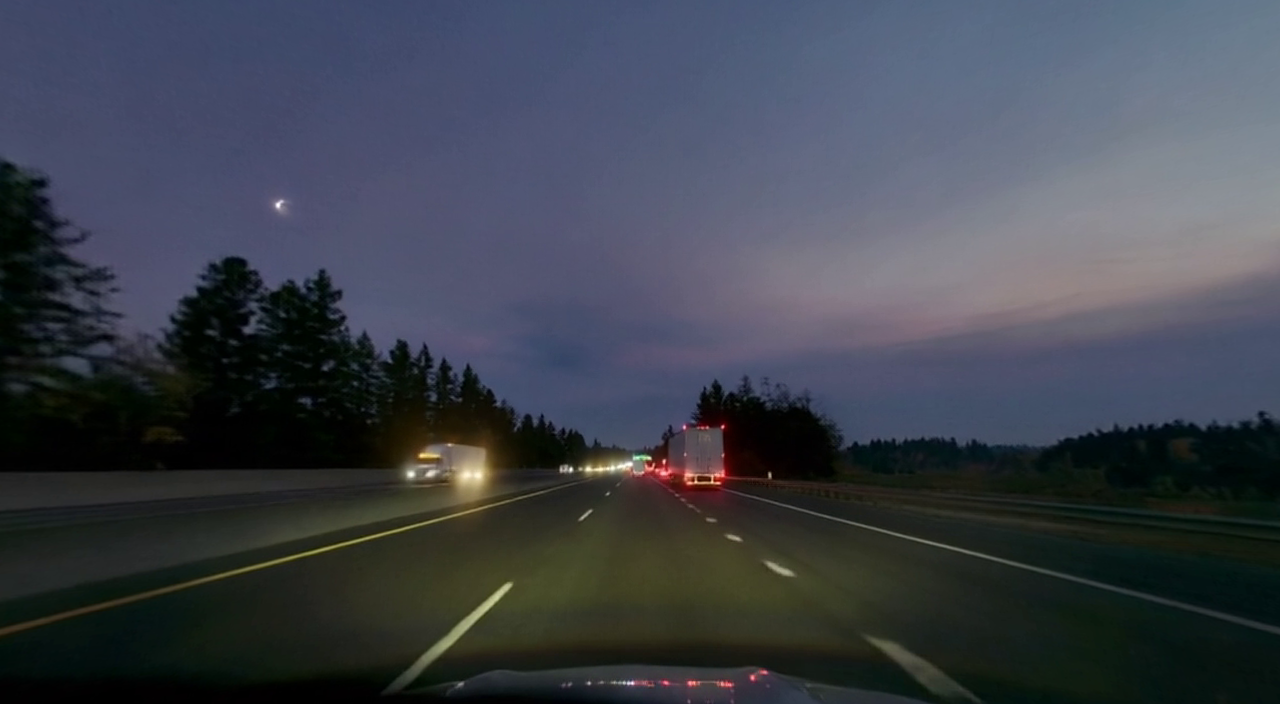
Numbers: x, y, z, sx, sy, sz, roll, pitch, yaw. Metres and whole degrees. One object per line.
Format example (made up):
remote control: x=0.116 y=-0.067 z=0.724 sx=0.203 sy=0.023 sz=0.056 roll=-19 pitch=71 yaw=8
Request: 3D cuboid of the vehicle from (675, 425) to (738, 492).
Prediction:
vehicle: x=4.470 y=7.818 z=45.571 sx=3.139 sy=3.999 sz=13.840 roll=1 pitch=-11 yaw=0
